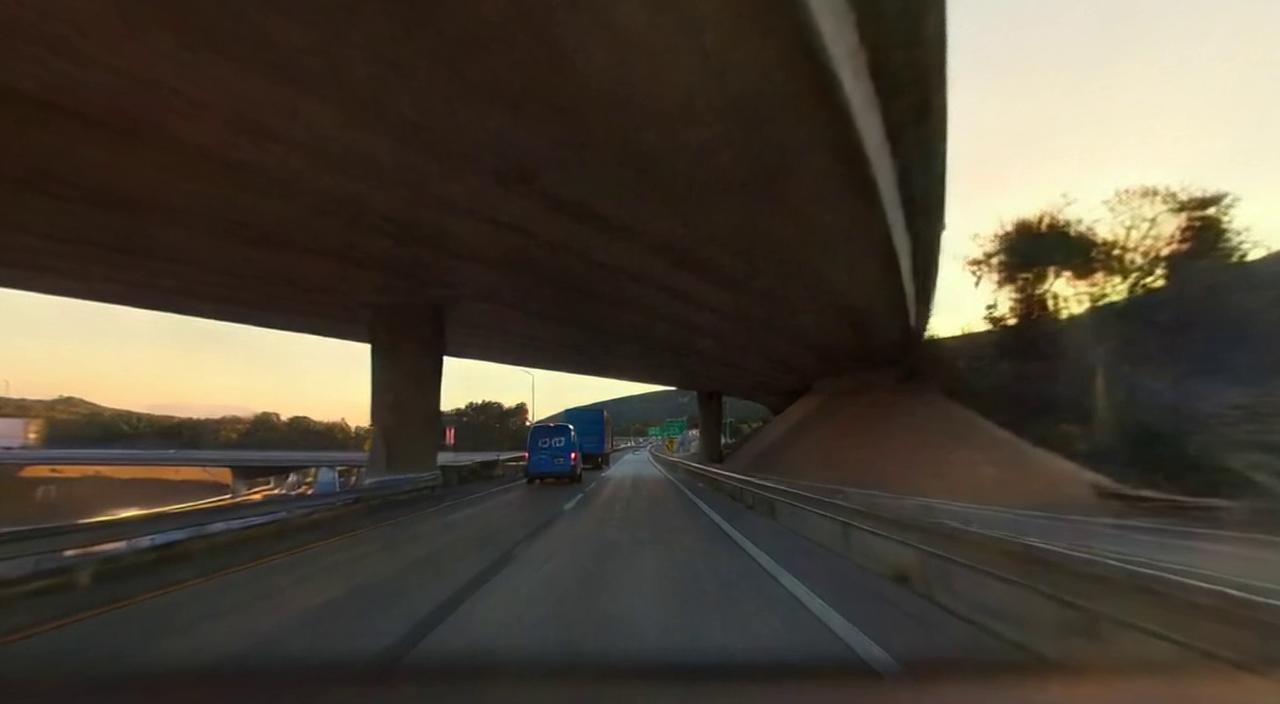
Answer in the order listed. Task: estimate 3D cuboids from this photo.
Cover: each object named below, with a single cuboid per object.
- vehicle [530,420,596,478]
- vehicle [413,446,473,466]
[{"bbox_3d":[-3.819,5.046,32.643,2.463,2.640,7.034,0,-9,0],"label":"vehicle"},{"bbox_3d":[-15.593,8.254,49.786,4.396,1.557,1.952,2,-9,-14],"label":"vehicle"}]
